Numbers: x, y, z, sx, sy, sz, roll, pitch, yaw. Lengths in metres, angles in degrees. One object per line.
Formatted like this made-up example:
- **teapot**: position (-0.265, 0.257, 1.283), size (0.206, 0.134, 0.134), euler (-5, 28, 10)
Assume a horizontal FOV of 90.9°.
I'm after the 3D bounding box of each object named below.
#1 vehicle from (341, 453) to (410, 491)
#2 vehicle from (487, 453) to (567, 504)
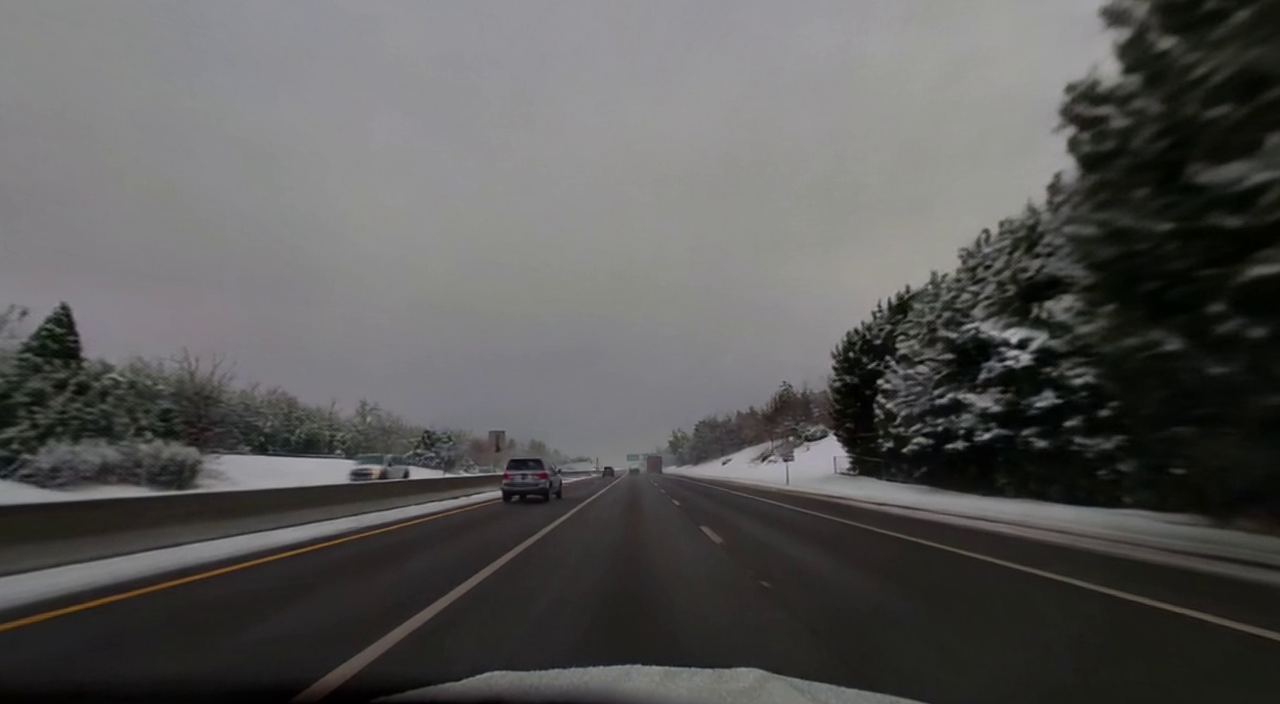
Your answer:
- **vehicle**: position (-20.529, 9.371, 49.268), size (2.557, 2.682, 6.194), euler (1, -10, 0)
- **vehicle**: position (-4.301, 4.941, 24.871), size (2.178, 1.736, 4.847), euler (1, -10, 0)
